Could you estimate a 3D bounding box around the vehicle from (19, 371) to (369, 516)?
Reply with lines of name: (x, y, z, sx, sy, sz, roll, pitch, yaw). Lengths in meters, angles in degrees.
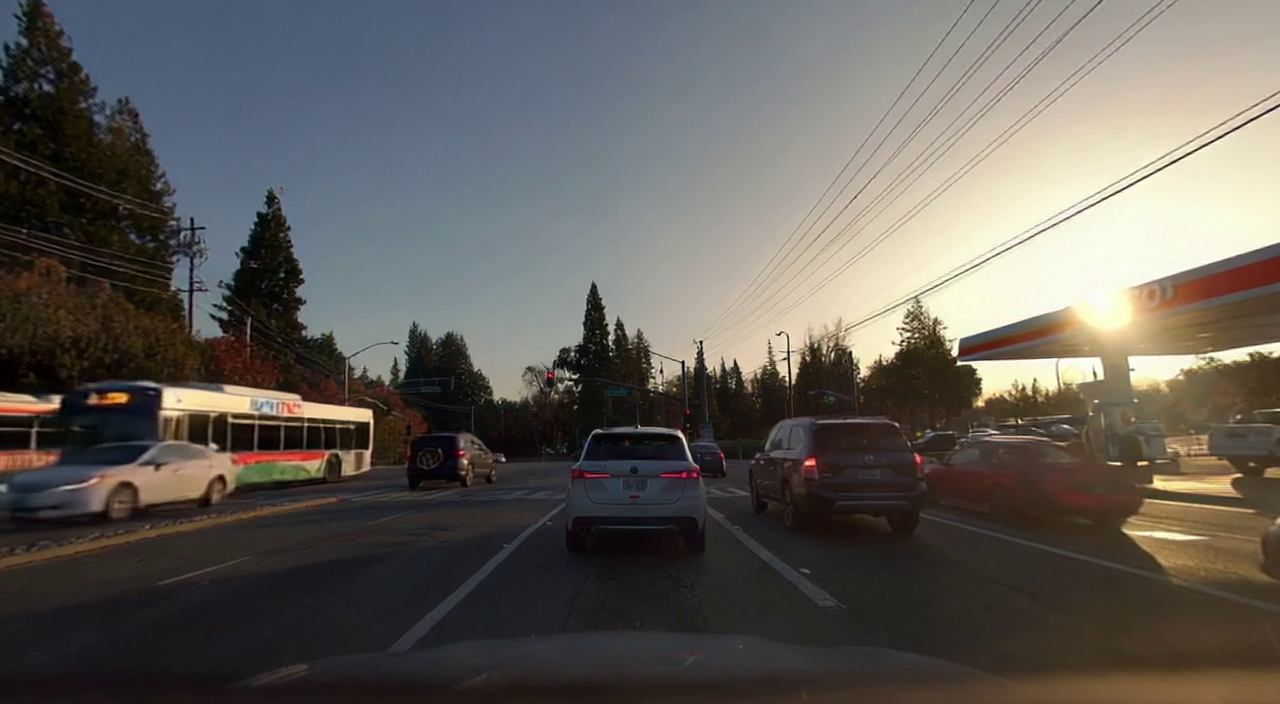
vehicle: (-13.558, 3.153, 21.751, 3.031, 3.513, 12.586, 0, -9, -1)

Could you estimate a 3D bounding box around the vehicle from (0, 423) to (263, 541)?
vehicle: (-10.078, 2.497, 12.763, 2.163, 1.812, 4.686, -4, -8, -2)

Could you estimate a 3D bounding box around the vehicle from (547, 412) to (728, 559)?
vehicle: (-0.082, 1.849, 9.393, 2.087, 1.677, 4.053, 0, -9, -2)

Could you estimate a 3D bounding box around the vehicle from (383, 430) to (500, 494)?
vehicle: (-6.240, 3.517, 20.612, 2.190, 1.795, 4.993, 0, -8, 0)

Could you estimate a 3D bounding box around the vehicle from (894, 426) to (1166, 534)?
vehicle: (6.446, 2.148, 11.253, 1.829, 1.494, 4.552, 0, -8, -2)

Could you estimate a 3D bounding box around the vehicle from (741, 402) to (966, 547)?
vehicle: (3.060, 1.871, 10.209, 2.049, 1.813, 4.245, 0, -9, -1)
